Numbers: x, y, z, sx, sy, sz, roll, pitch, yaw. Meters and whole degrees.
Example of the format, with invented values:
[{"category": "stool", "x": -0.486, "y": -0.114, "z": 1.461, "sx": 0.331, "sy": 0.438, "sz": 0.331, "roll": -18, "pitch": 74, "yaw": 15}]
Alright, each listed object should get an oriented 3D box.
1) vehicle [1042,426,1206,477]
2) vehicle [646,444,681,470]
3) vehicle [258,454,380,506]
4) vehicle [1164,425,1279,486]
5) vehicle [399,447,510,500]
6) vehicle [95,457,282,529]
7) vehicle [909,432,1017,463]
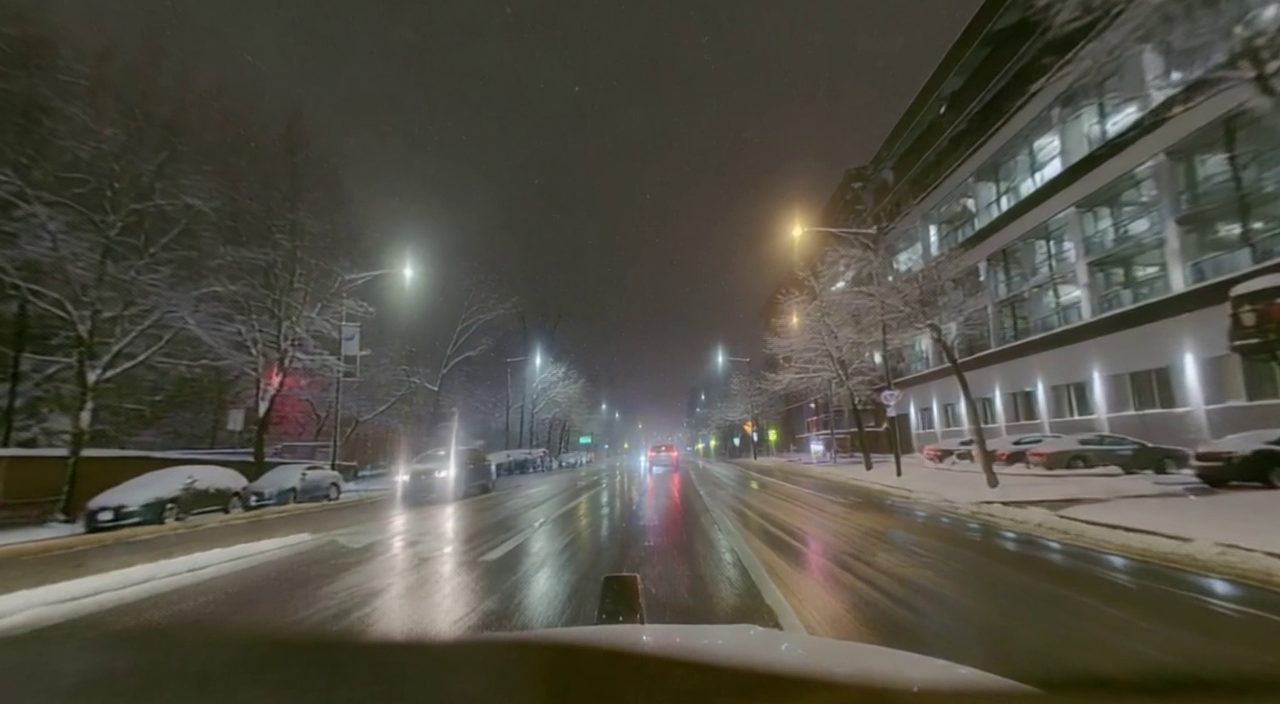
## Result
[{"category": "vehicle", "x": 16.240, "y": 3.360, "z": 21.360, "sx": 3.922, "sy": 1.420, "sz": 1.784, "roll": -4, "pitch": -9, "yaw": 3}, {"category": "vehicle", "x": 1.463, "y": 6.370, "z": 38.505, "sx": 2.051, "sy": 1.454, "sz": 4.132, "roll": 0, "pitch": -8, "yaw": 3}, {"category": "vehicle", "x": -11.998, "y": 4.776, "z": 24.068, "sx": 2.016, "sy": 1.627, "sz": 4.742, "roll": -3, "pitch": -8, "yaw": 3}, {"category": "vehicle", "x": 16.189, "y": 2.604, "z": 16.001, "sx": 3.620, "sy": 1.412, "sz": 2.472, "roll": 0, "pitch": -8, "yaw": 3}, {"category": "vehicle", "x": -5.787, "y": 3.819, "z": 20.318, "sx": 1.993, "sy": 1.463, "sz": 4.265, "roll": 0, "pitch": -8, "yaw": 4}, {"category": "vehicle", "x": -12.357, "y": 3.816, "z": 17.704, "sx": 1.997, "sy": 1.668, "sz": 4.084, "roll": 0, "pitch": -8, "yaw": 4}, {"category": "vehicle", "x": 16.624, "y": 4.936, "z": 32.677, "sx": 4.540, "sy": 1.547, "sz": 1.841, "roll": -1, "pitch": -8, "yaw": 5}]
